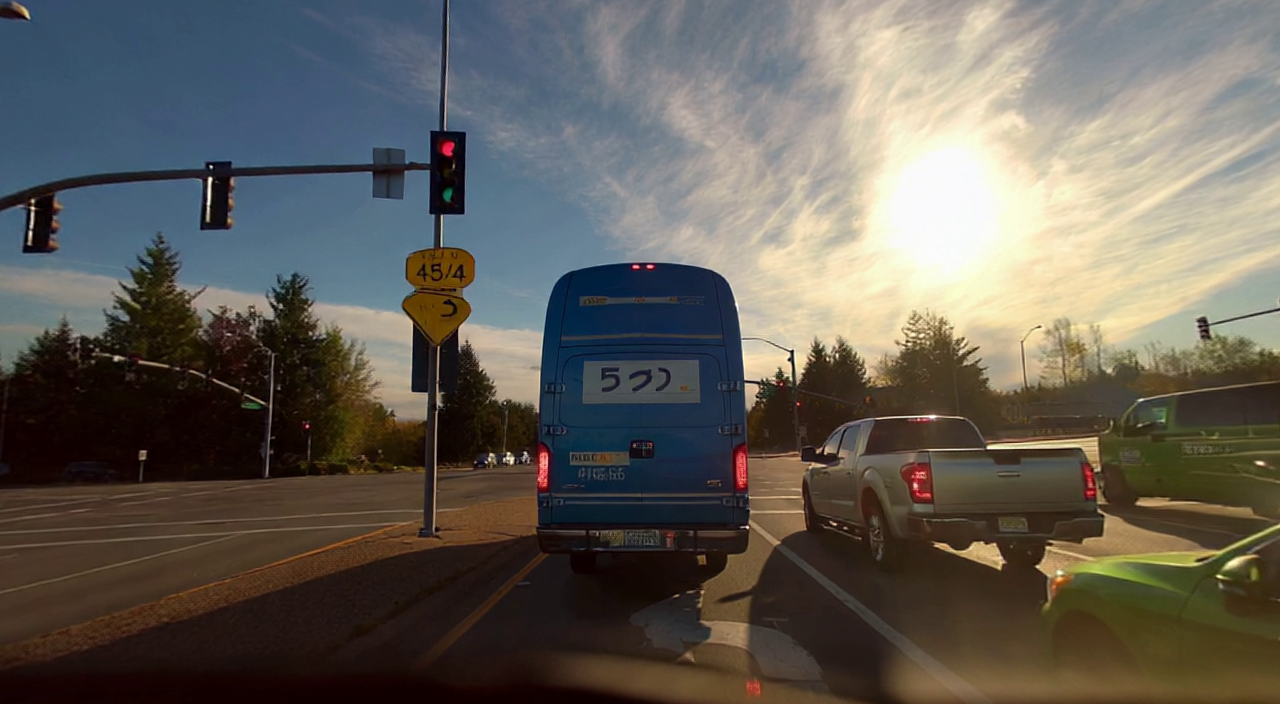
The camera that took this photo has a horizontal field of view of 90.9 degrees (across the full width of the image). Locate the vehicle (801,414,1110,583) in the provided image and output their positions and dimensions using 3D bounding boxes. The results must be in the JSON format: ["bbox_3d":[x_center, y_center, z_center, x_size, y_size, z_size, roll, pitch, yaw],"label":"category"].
[{"bbox_3d":[3.576,1.718,8.188,1.981,1.616,4.006,0,-8,1],"label":"vehicle"}]

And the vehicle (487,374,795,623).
[{"bbox_3d":[0.042,1.472,7.341,2.326,1.880,4.964,0,-8,1],"label":"vehicle"}]

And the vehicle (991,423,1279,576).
[{"bbox_3d":[6.835,1.741,8.285,1.973,1.470,4.228,0,-8,-1],"label":"vehicle"}]
